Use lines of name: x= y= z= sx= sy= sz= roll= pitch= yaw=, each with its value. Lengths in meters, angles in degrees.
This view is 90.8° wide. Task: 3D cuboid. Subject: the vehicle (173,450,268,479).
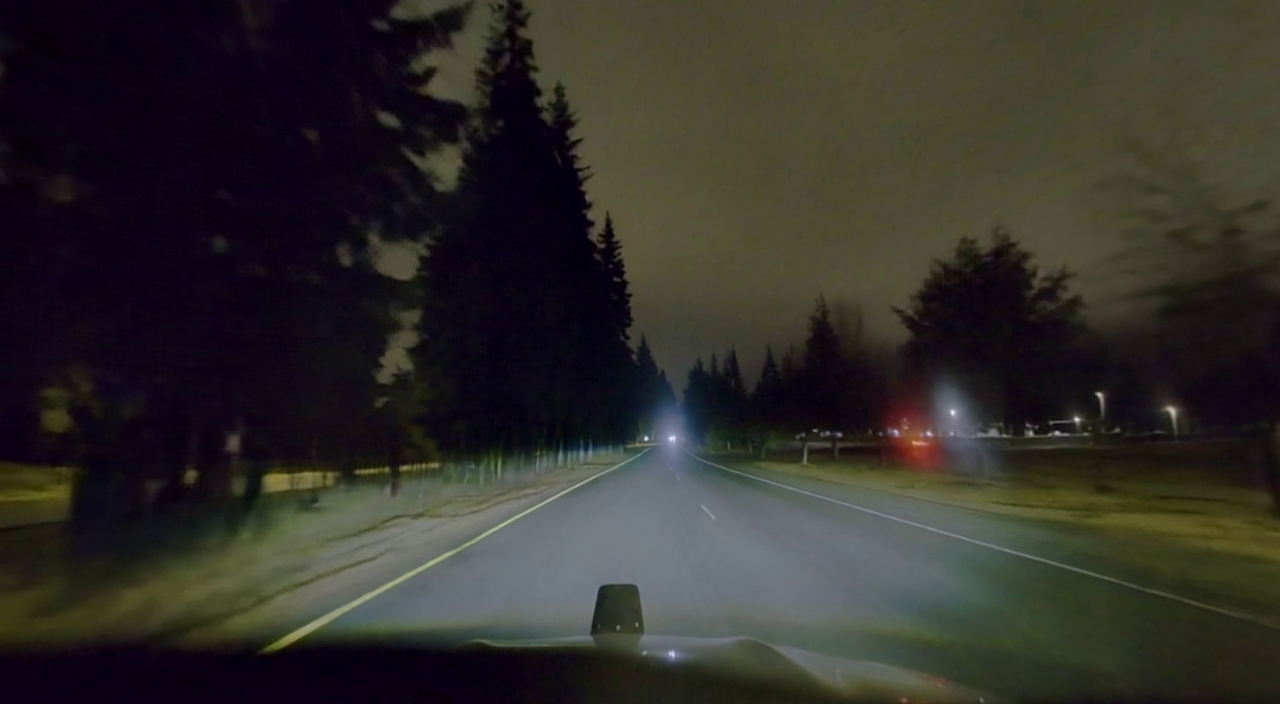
vehicle: x=-31.792 y=8.519 z=47.949 sx=5.647 sy=2.071 sz=2.194 roll=0 pitch=-9 yaw=3

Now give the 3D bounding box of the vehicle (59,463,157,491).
vehicle: x=-31.212 y=7.316 z=37.116 sx=4.204 sy=1.448 sz=1.738 roll=0 pitch=-8 yaw=2
